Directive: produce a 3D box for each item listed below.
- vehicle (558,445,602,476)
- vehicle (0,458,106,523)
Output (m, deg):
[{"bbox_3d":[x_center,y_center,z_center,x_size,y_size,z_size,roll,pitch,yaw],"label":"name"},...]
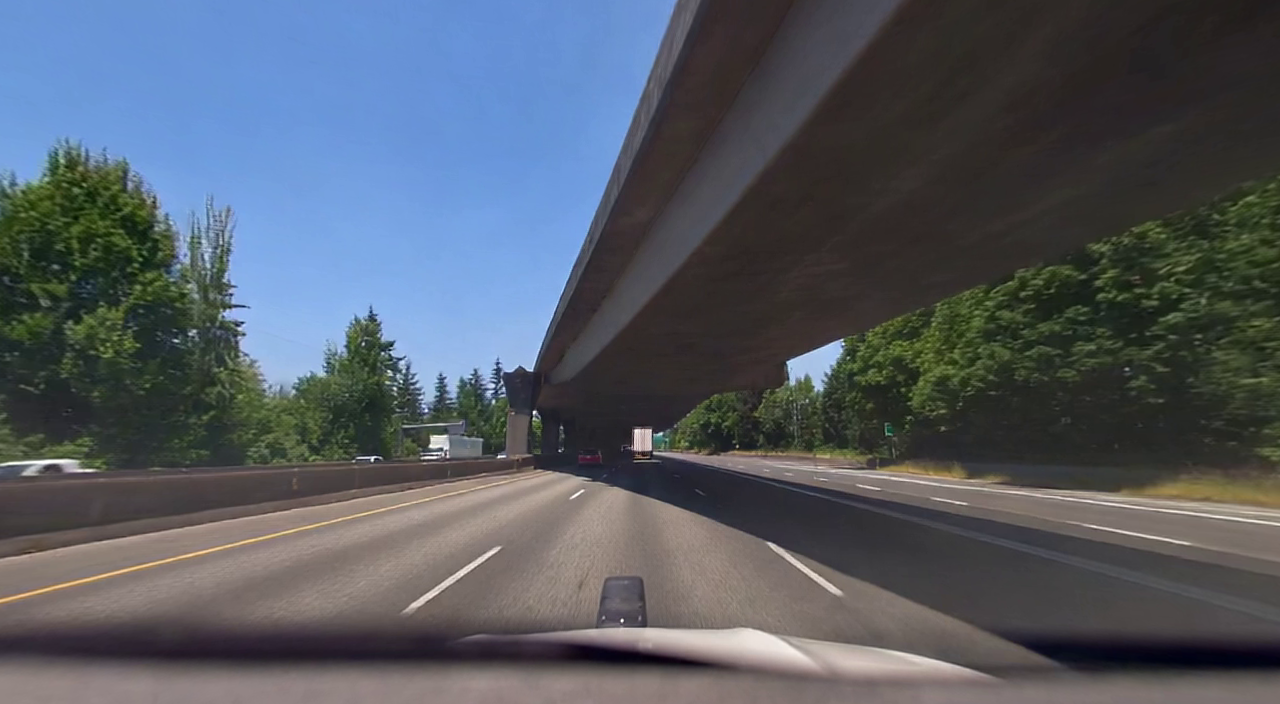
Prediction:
[{"bbox_3d":[-3.492,6.442,37.684,2.160,1.724,4.997,0,-9,0],"label":"vehicle"},{"bbox_3d":[-15.879,3.368,15.533,1.975,1.457,3.959,0,-9,0],"label":"vehicle"}]
